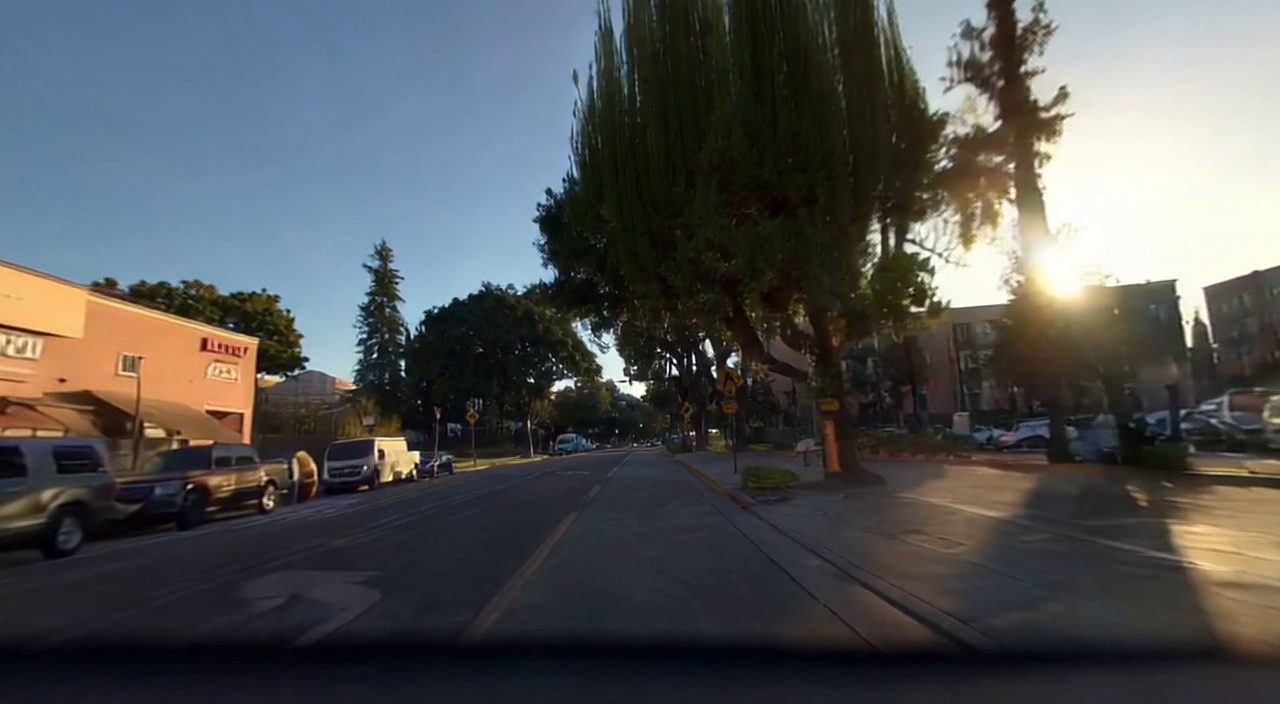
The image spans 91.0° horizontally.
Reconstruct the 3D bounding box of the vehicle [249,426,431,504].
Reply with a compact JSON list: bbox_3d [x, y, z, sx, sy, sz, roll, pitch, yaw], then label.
[{"bbox_3d":[-9.269,3.456,19.737,4.607,2.118,2.095,8,-12,-44],"label":"vehicle"}]

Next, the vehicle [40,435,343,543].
[{"bbox_3d":[-8.789,2.662,12.701,4.585,1.758,2.050,7,-15,-40],"label":"vehicle"}]

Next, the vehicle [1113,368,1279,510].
[{"bbox_3d":[11.082,1.093,9.946,5.453,1.794,2.011,-7,-6,-1],"label":"vehicle"}]

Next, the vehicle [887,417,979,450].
[{"bbox_3d":[17.543,4.898,37.893,4.625,1.729,2.048,-4,-5,16],"label":"vehicle"}]

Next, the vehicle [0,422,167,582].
[{"bbox_3d":[-9.314,1.969,8.477,4.530,2.013,2.035,6,-11,-37],"label":"vehicle"}]
